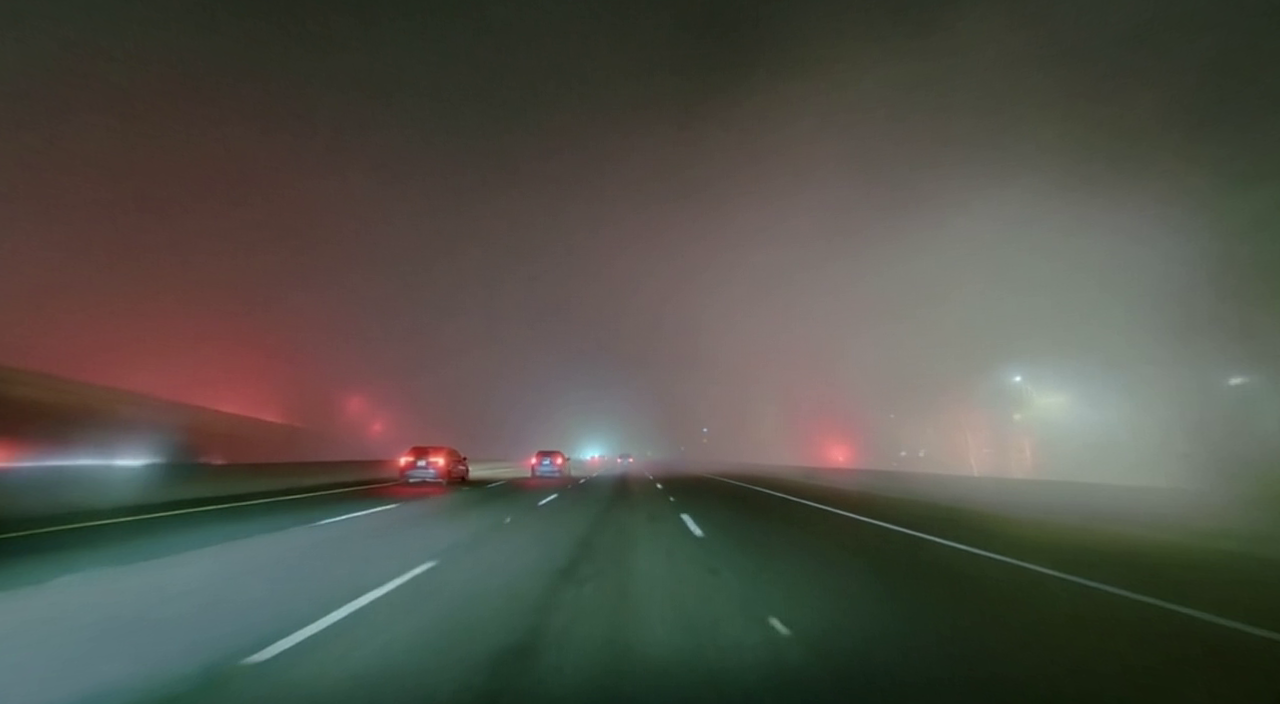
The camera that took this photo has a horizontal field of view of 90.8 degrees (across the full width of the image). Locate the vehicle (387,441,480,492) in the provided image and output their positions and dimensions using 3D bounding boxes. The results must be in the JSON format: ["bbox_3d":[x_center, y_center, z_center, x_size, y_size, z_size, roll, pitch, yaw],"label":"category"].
[{"bbox_3d":[-8.115,4.538,25.370,2.040,1.824,4.917,0,-9,0],"label":"vehicle"}]

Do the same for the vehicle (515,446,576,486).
[{"bbox_3d":[-4.217,5.155,28.862,2.075,1.702,4.257,0,-9,0],"label":"vehicle"}]
